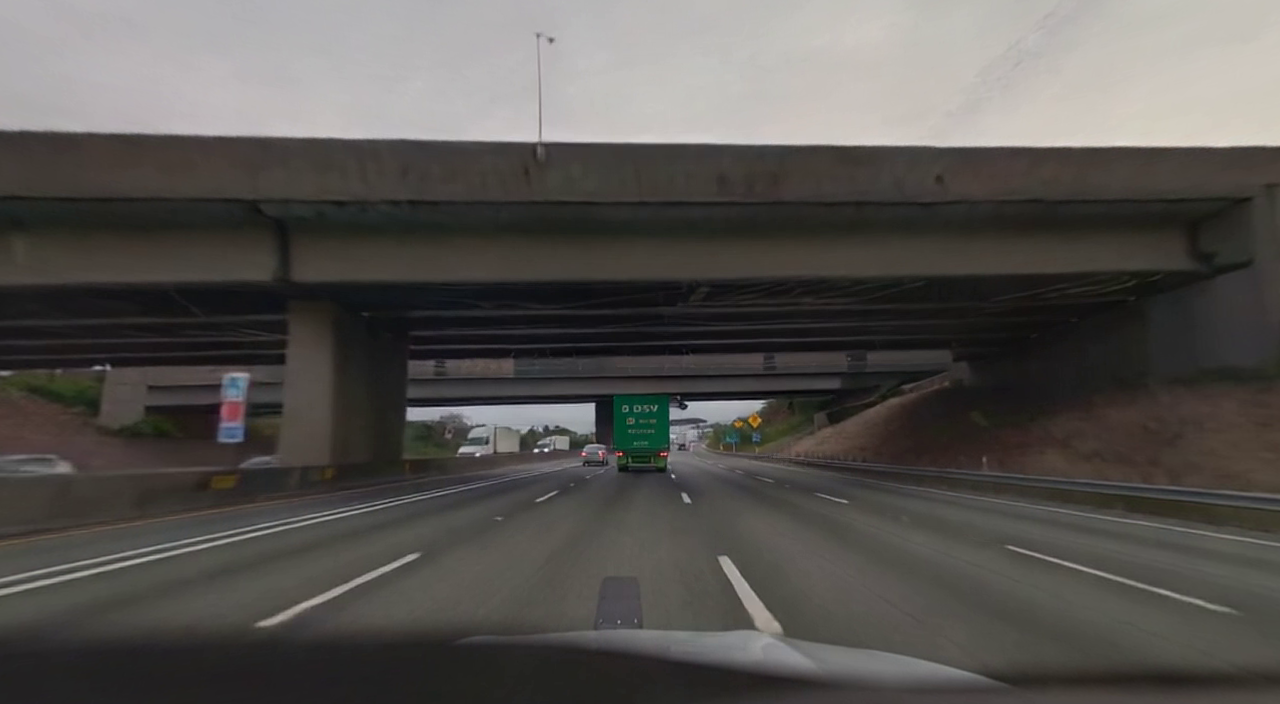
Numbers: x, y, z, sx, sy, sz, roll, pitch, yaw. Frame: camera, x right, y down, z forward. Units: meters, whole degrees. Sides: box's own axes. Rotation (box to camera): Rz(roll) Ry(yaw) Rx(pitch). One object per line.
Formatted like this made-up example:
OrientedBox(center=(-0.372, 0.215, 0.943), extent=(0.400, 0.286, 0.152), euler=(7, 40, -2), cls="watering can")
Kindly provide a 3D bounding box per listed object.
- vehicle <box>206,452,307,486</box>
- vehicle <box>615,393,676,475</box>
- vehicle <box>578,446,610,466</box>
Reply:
OrientedBox(center=(-17.945, 5.453, 29.705), extent=(1.796, 1.438, 4.411), euler=(-1, -9, 4), cls="vehicle")
OrientedBox(center=(0.414, 4.996, 37.483), extent=(3.025, 4.002, 12.709), euler=(-1, -9, 1), cls="vehicle")
OrientedBox(center=(-3.476, 8.019, 48.763), extent=(1.958, 1.467, 4.737), euler=(-1, -9, 2), cls="vehicle")
